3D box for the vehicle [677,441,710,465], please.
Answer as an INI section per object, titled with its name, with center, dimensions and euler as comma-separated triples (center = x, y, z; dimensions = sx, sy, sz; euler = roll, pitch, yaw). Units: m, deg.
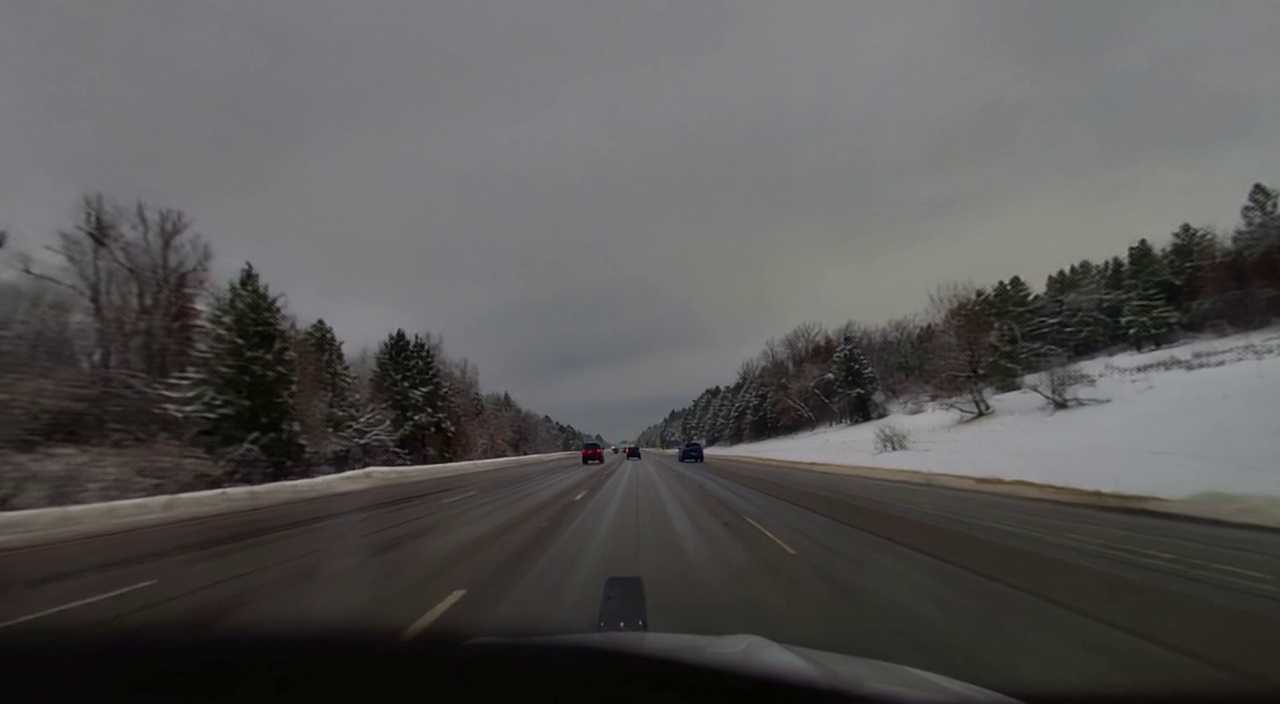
[vehicle]
center = 4.008, 7.677, 48.066
dimensions = 1.995, 1.712, 4.206
euler = 0, -8, -2
